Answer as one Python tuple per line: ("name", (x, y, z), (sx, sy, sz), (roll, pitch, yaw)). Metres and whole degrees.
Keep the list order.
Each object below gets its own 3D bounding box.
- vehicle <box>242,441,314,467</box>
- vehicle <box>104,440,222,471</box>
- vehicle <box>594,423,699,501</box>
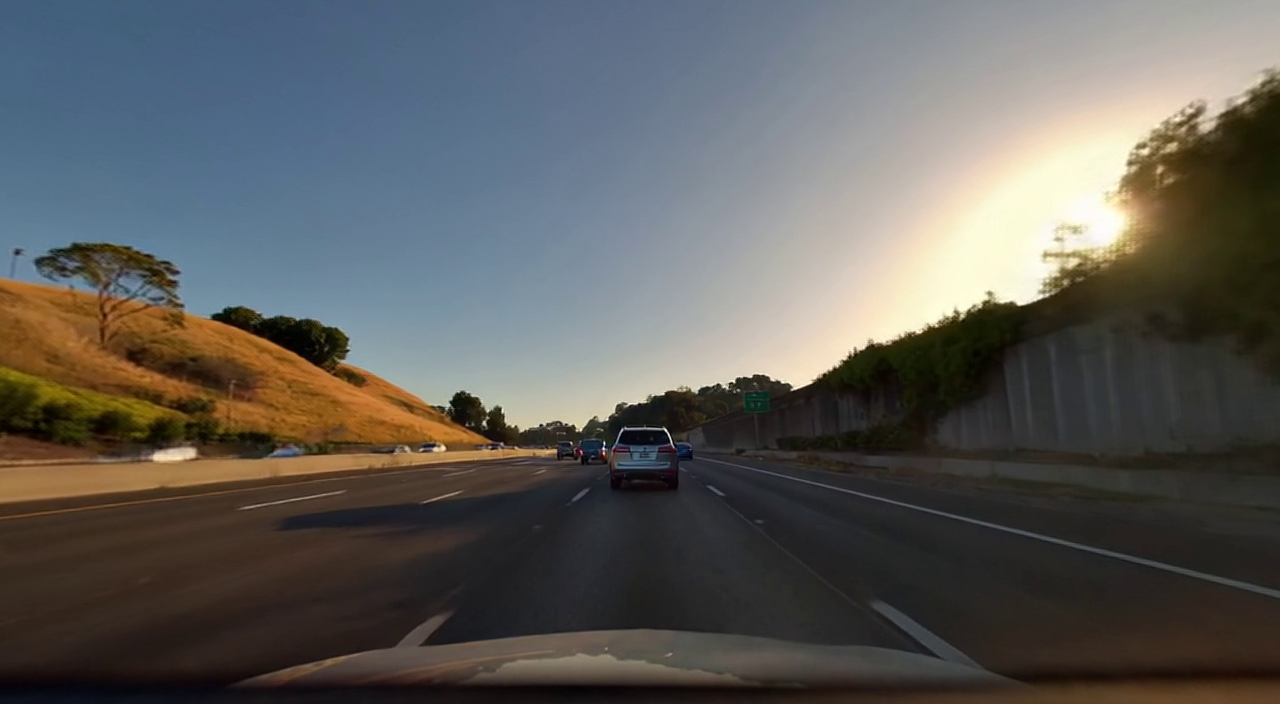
("vehicle", (-24.156, 6.828, 42.281), (2.012, 1.618, 4.619), (0, -9, 1))
("vehicle", (-28.212, 6.156, 37.670), (2.419, 1.699, 5.916), (0, -9, 1))
("vehicle", (0.158, 2.897, 16.989), (2.447, 1.804, 4.273), (0, -9, 0))
